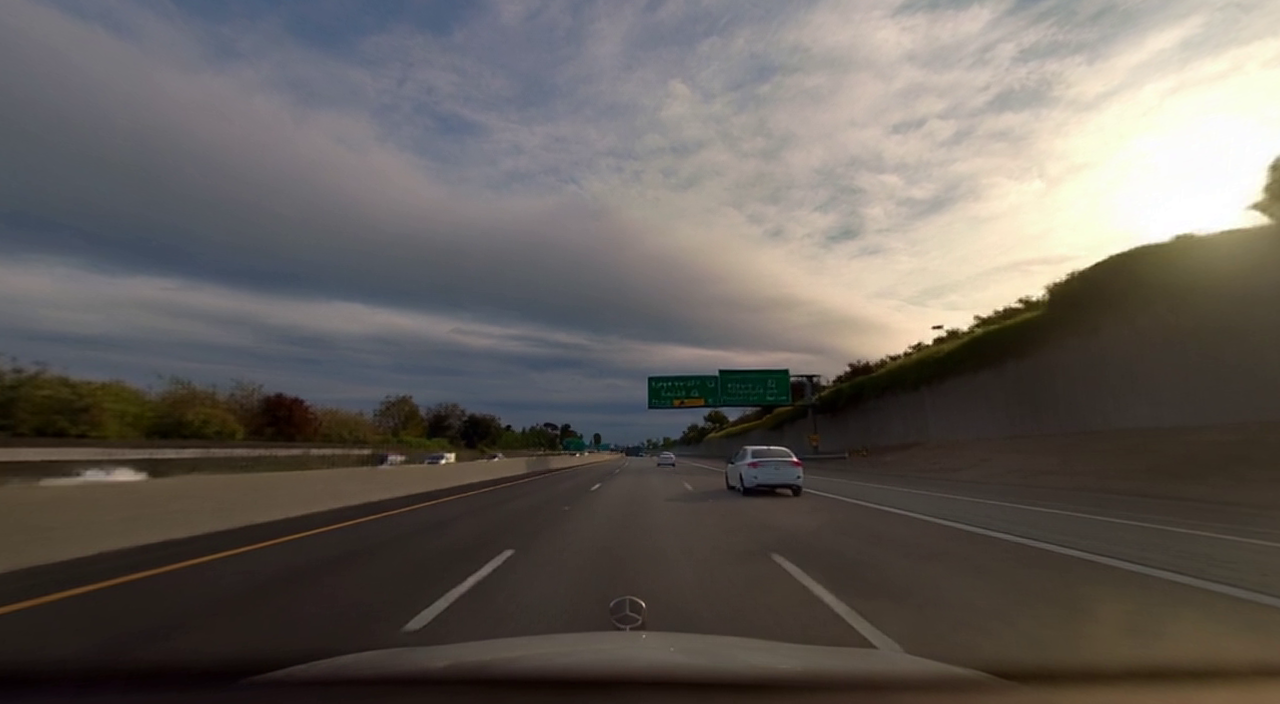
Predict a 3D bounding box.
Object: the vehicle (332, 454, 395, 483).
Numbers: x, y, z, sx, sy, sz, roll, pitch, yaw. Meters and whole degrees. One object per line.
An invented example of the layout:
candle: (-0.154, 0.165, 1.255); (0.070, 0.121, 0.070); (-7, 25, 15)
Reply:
vehicle: (-14.876, 6.288, 34.088); (1.676, 1.439, 3.554); (-1, -9, 2)

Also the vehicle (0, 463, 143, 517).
vehicle: (-19.823, 4.586, 21.421); (1.909, 1.514, 4.719); (0, -9, 1)

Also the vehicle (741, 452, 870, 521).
vehicle: (3.551, 2.927, 14.170); (1.883, 1.320, 3.386); (0, -9, -2)

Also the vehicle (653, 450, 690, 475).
vehicle: (1.886, 6.782, 38.913); (2.065, 1.400, 4.028); (0, -9, 1)
